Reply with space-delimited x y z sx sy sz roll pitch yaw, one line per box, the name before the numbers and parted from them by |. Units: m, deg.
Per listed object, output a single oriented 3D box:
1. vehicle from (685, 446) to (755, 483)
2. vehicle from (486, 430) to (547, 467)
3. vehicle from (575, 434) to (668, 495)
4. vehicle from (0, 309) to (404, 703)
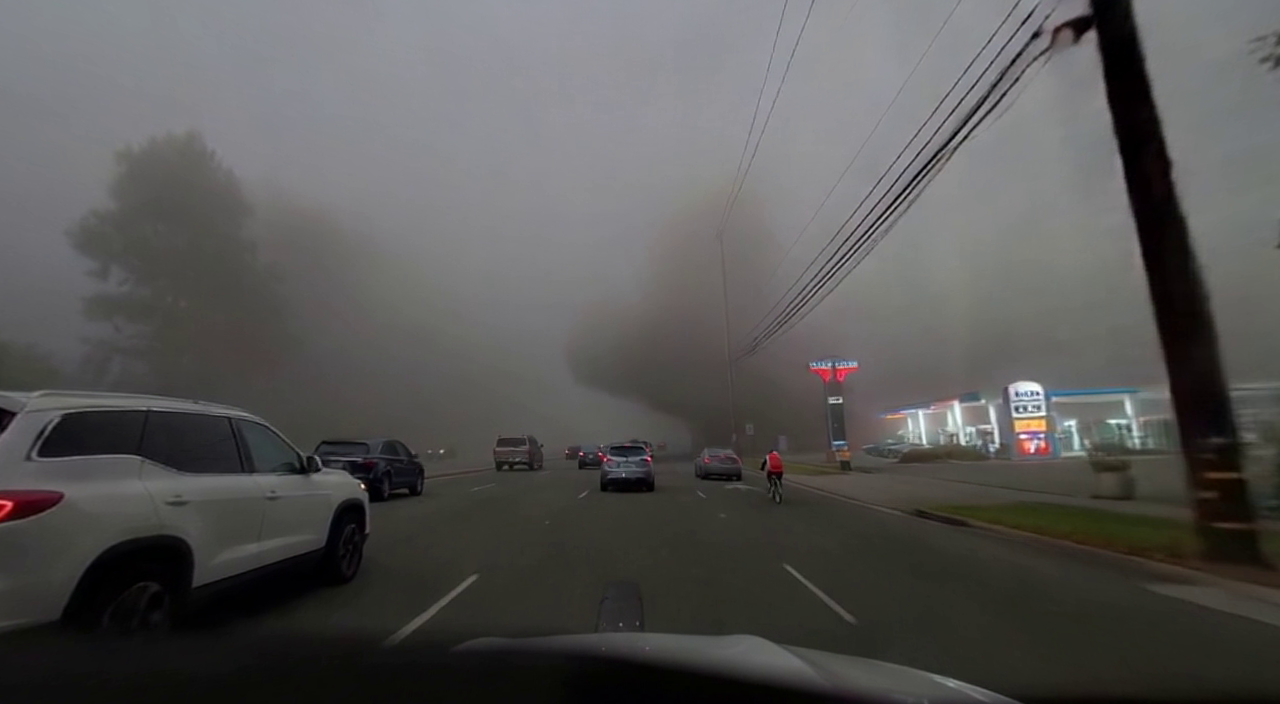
vehicle | 3.024 4.350 24.783 2.065 1.302 4.416 0 -8 -1
vehicle | -6.787 5.368 35.421 2.385 1.918 5.056 0 -8 0
vehicle | -0.441 2.945 16.958 2.189 1.437 4.135 0 -8 0
vehicle | -3.333 0.898 3.941 1.922 1.642 4.547 0 -8 0
